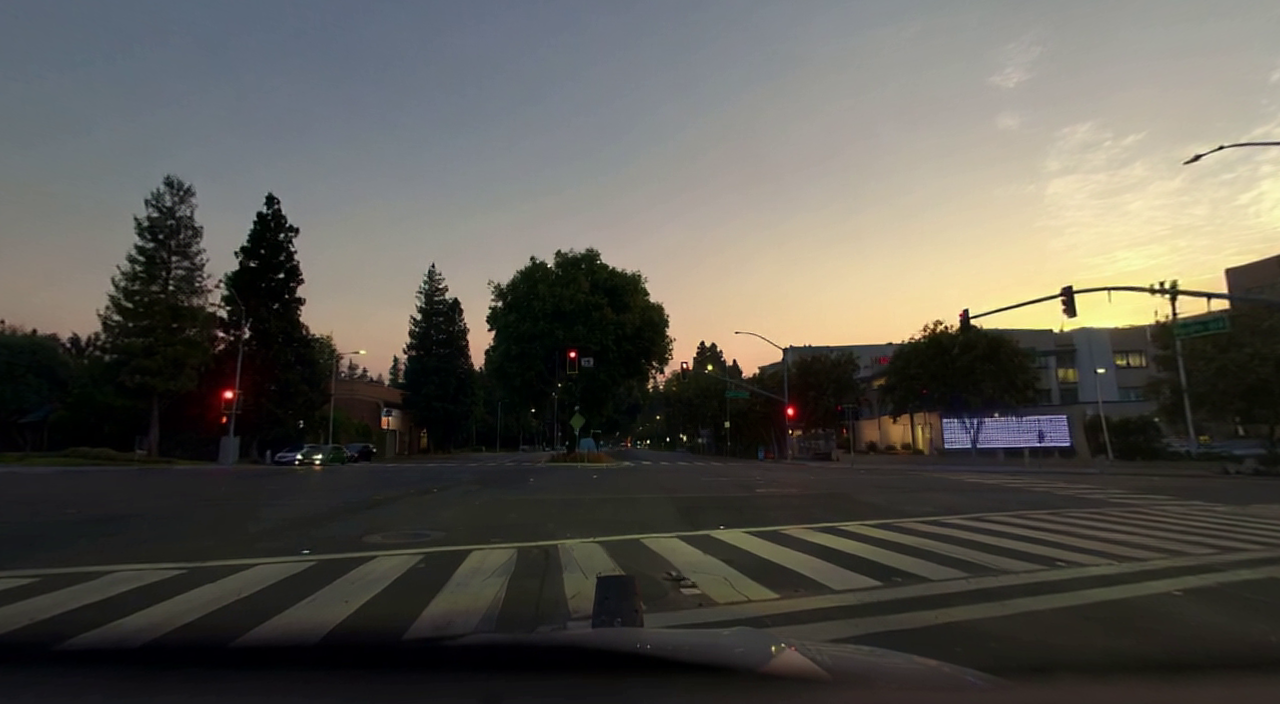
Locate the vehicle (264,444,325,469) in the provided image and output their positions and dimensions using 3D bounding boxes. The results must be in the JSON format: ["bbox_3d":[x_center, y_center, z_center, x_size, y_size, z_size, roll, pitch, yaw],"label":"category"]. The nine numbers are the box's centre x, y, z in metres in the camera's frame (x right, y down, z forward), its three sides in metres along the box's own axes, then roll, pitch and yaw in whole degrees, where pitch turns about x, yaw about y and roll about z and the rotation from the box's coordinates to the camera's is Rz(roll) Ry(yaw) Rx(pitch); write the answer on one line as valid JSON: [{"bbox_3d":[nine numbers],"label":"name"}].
[{"bbox_3d":[-21.860,6.595,40.151,2.005,1.496,4.020,1,-9,-6],"label":"vehicle"}]

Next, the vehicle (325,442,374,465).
[{"bbox_3d":[-22.441,7.856,49.007,2.023,1.706,4.756,1,-9,-6],"label":"vehicle"}]
